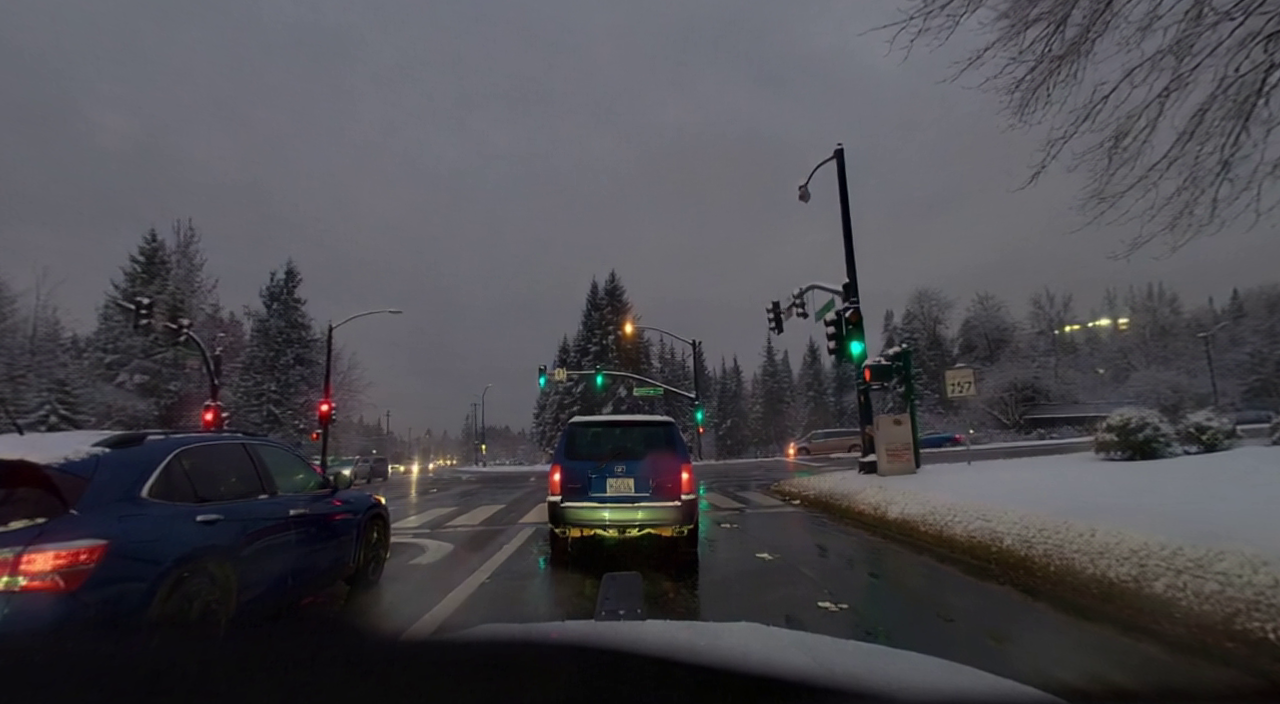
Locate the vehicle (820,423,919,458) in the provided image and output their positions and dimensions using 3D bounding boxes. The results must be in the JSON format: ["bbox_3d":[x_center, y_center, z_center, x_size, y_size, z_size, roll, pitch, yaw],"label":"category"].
[{"bbox_3d":[12.739,4.908,35.087,4.872,1.806,2.107,3,-9,-19],"label":"vehicle"}]

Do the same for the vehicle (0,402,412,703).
[{"bbox_3d":[-3.384,1.262,4.560,2.011,1.527,4.008,0,-8,-1],"label":"vehicle"}]

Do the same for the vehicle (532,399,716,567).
[{"bbox_3d":[-0.187,1.793,9.328,2.059,1.877,4.249,0,-8,0],"label":"vehicle"}]

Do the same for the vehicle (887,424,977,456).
[{"bbox_3d":[15.139,4.574,32.804,3.830,1.545,2.006,3,-9,-19],"label":"vehicle"}]
